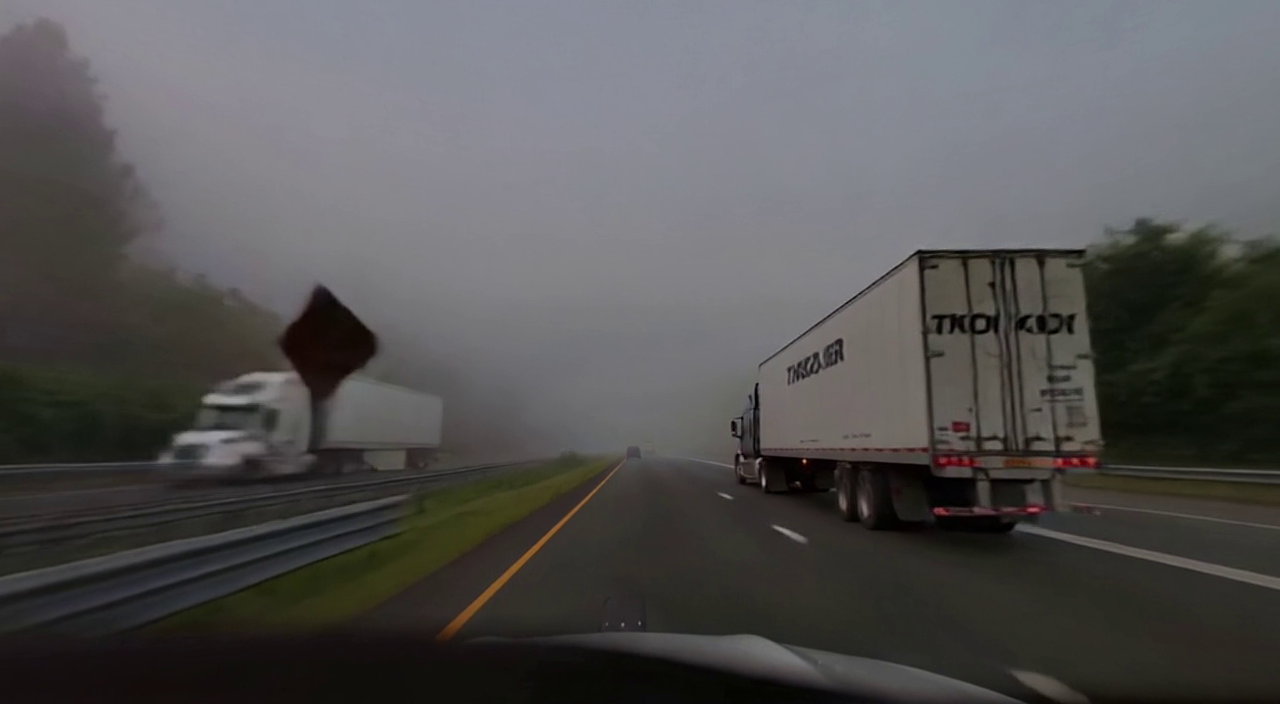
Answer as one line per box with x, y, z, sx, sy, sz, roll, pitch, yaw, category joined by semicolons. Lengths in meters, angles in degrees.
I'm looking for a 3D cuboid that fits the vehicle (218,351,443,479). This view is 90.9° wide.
-12.601;3.149;28.201;3.221;4.368;13.553;0;-9;0;vehicle

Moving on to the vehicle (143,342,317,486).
-12.584;1.978;19.694;3.266;4.192;2.746;0;-9;0;vehicle

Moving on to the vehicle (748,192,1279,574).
5.211;1.340;13.767;2.983;4.030;14.444;0;-9;-1;vehicle
